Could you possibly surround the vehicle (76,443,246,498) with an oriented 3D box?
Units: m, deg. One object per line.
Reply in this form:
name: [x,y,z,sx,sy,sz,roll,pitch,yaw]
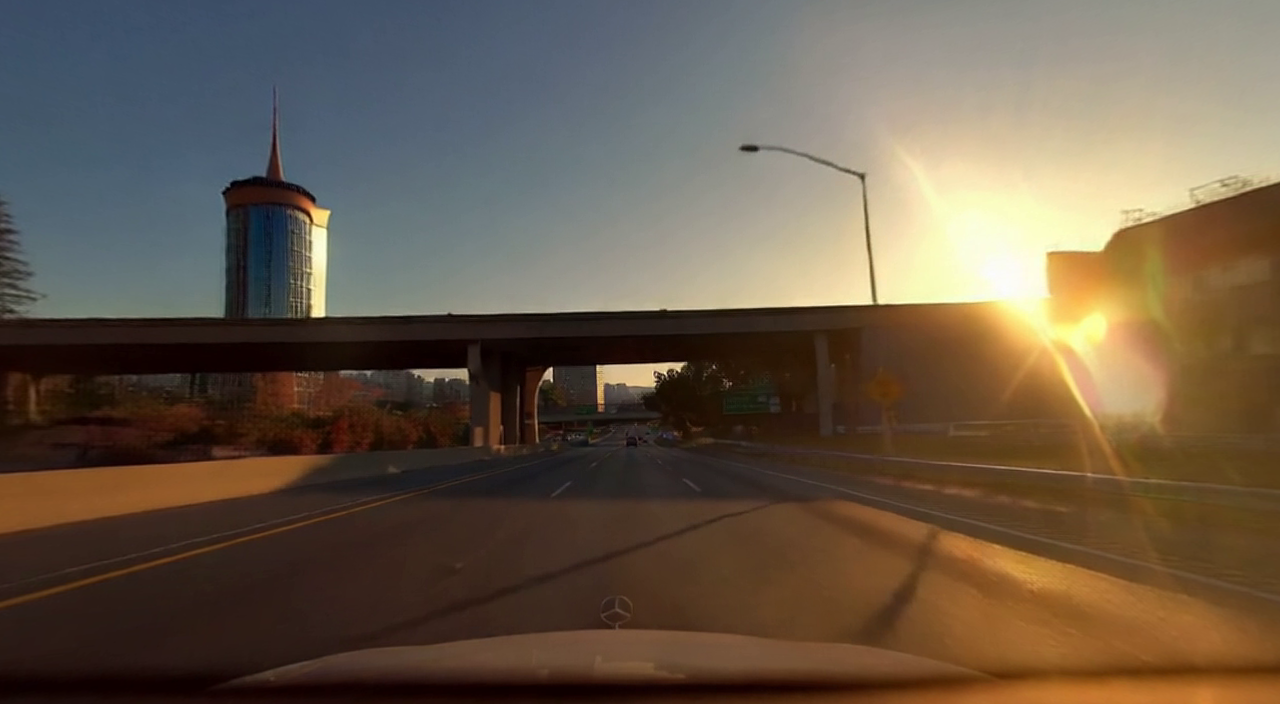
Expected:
vehicle: [-15.052,3.710,20.180,1.855,1.490,4.609,-1,-8,0]
